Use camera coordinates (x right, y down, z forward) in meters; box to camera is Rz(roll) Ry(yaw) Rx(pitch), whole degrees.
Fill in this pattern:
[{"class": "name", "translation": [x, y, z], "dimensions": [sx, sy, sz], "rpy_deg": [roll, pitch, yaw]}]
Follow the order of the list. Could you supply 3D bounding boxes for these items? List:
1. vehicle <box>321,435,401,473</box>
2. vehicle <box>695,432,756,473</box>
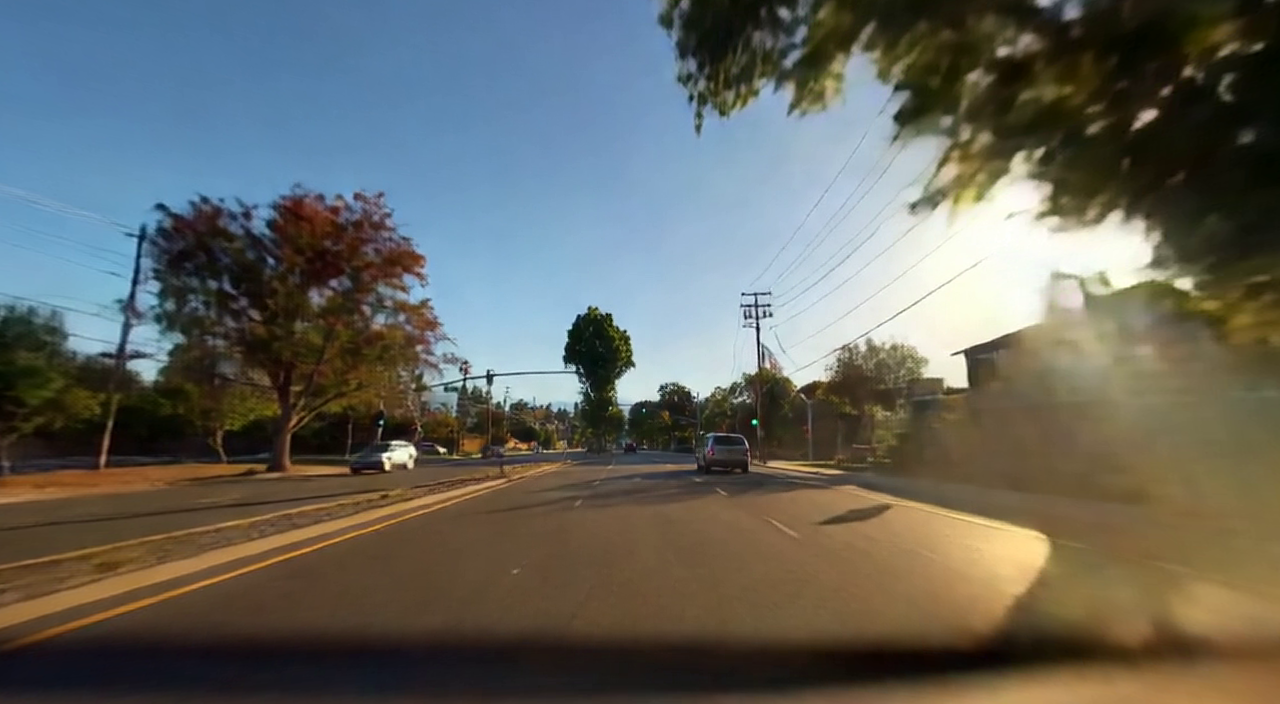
[{"class": "vehicle", "translation": [-13.349, 4.896, 30.488], "dimensions": [1.925, 1.670, 4.371], "rpy_deg": [0, -8, -1]}, {"class": "vehicle", "translation": [3.967, 4.774, 30.094], "dimensions": [2.240, 1.781, 4.433], "rpy_deg": [0, -8, -1]}]
